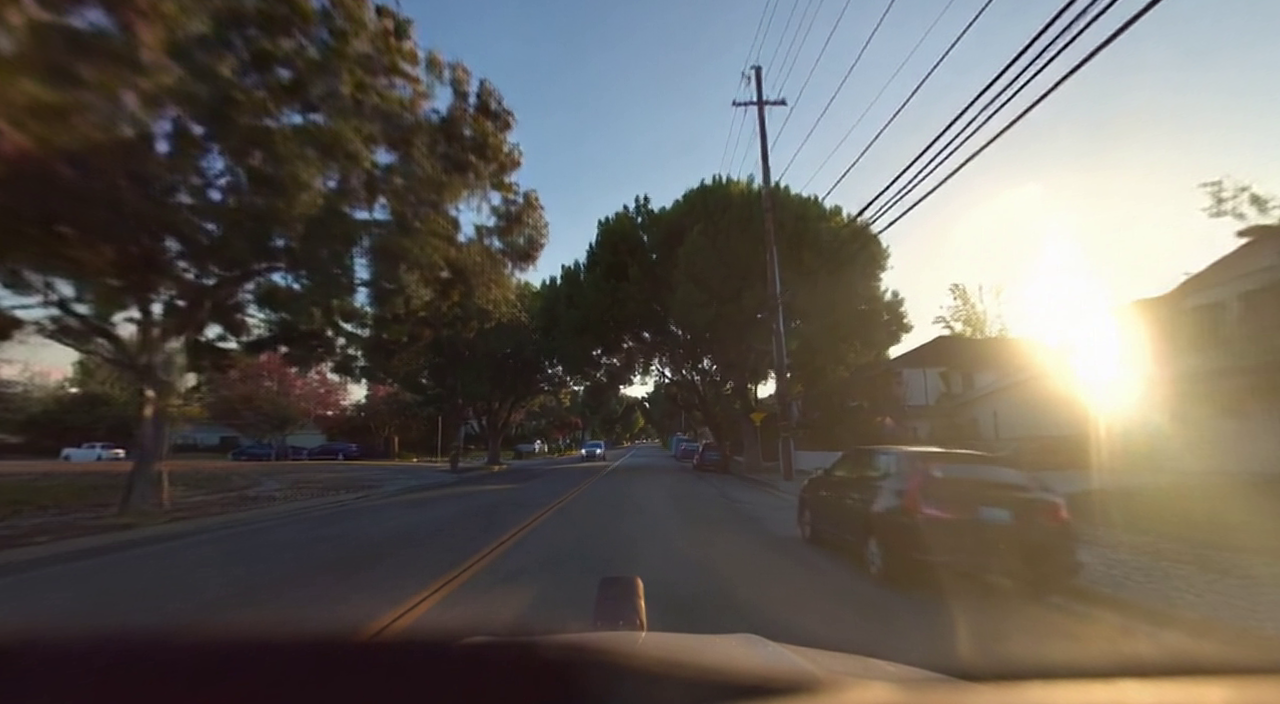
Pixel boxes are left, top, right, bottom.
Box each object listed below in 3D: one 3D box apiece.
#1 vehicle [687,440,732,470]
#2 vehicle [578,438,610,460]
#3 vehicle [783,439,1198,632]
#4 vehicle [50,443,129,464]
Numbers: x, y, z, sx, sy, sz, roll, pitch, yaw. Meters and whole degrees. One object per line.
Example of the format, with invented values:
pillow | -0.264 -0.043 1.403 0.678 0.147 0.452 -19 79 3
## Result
vehicle | 3.668 5.547 34.185 1.915 1.491 4.642 0 -8 0
vehicle | -3.322 7.068 46.060 1.839 1.520 3.656 -1 -8 3
vehicle | 3.181 1.719 7.108 1.990 1.435 4.526 0 -8 -1
vehicle | -41.083 7.541 47.190 4.019 1.503 1.979 0 -8 0
